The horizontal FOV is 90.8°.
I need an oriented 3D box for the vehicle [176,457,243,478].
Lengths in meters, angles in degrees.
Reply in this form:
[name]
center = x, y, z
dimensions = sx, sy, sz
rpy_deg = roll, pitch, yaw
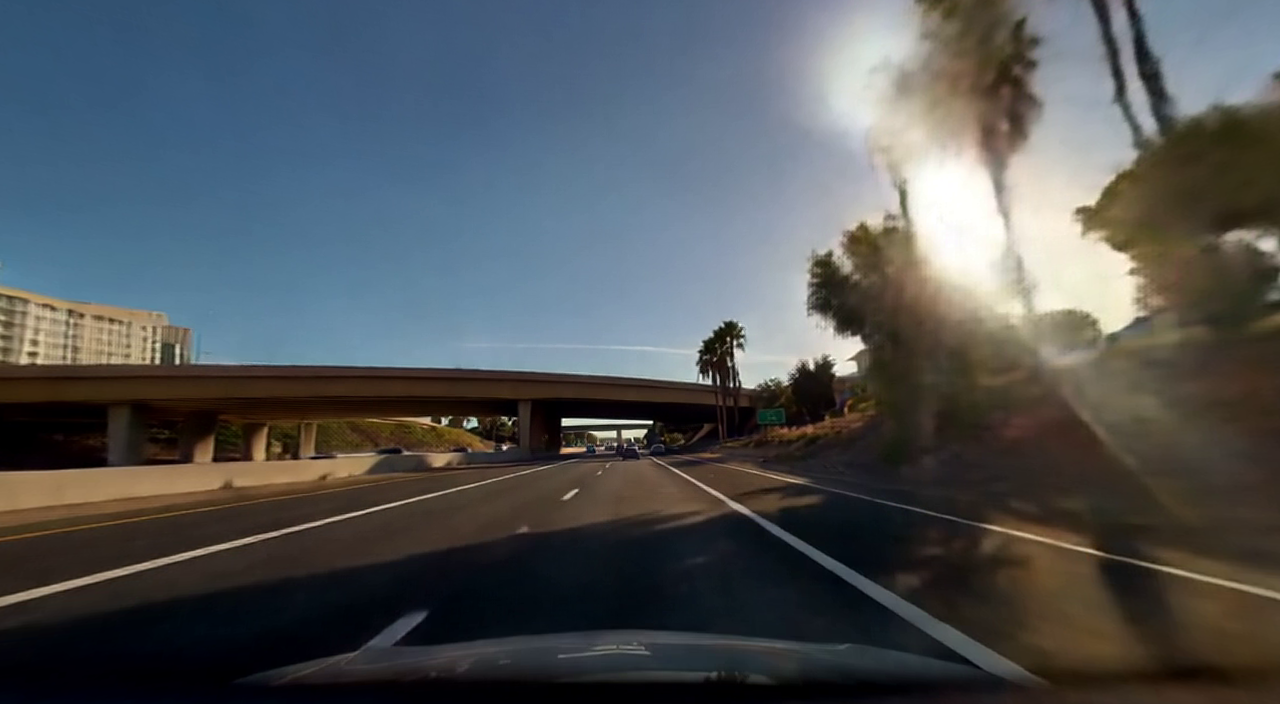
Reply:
[vehicle]
center = -33.008, 8.845, 48.574
dimensions = 1.823, 1.485, 4.805
rpy_deg = 0, -8, -1
